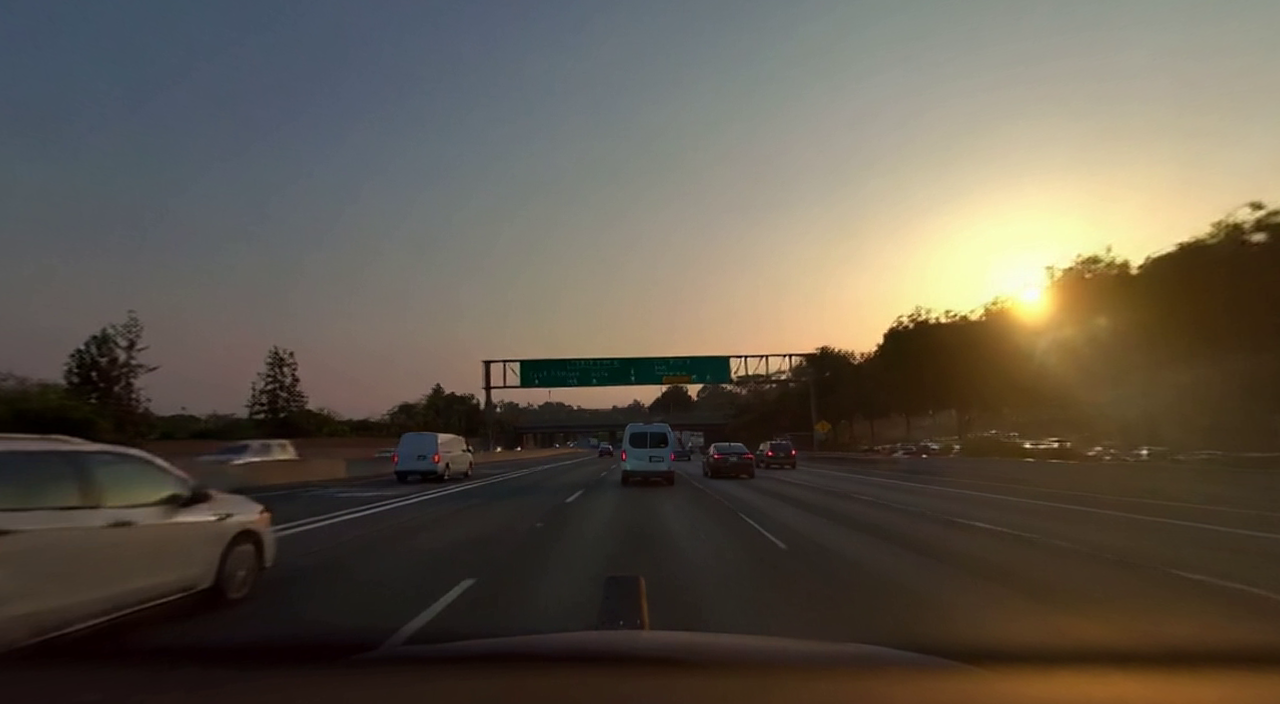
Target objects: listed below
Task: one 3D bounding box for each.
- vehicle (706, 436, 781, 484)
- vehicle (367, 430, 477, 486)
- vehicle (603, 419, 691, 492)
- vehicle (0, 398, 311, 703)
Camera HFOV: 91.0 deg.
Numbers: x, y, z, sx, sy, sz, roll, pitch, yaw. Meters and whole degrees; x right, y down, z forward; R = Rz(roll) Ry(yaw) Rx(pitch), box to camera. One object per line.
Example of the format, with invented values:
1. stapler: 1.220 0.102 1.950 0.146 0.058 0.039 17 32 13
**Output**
1. vehicle: 3.892 4.163 24.516 2.146 1.678 4.489 0 -9 0
2. vehicle: -7.708 3.815 22.912 2.192 1.776 4.957 0 -8 0
3. vehicle: 0.193 3.324 20.444 2.509 2.062 4.639 0 -9 0
4. vehicle: -4.025 1.021 3.113 2.173 1.542 4.781 0 -9 1
